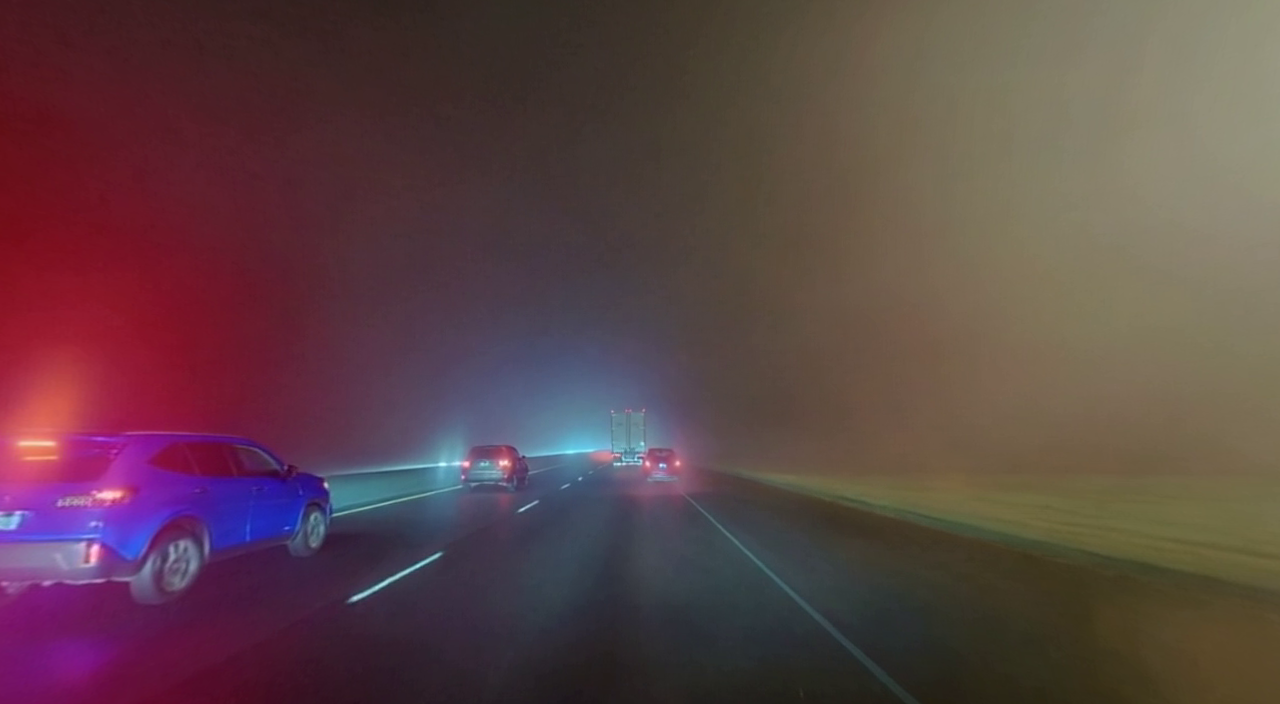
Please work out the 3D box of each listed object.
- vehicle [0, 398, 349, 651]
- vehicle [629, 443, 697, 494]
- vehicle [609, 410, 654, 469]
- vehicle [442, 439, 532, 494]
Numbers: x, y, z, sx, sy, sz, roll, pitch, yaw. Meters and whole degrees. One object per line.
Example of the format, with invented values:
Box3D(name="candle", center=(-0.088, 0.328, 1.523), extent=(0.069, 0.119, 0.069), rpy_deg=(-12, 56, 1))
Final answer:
Box3D(name="vehicle", center=(-4.974, 1.472, 6.308), extent=(2.100, 1.671, 4.105), rpy_deg=(0, -9, 0))
Box3D(name="vehicle", center=(0.657, 3.835, 20.954), extent=(2.026, 1.489, 4.045), rpy_deg=(0, -9, -1))
Box3D(name="vehicle", center=(-0.755, 6.958, 49.154), extent=(3.113, 4.066, 10.786), rpy_deg=(0, -9, -2))
Box3D(name="vehicle", center=(-5.079, 3.849, 21.456), extent=(2.035, 1.664, 4.064), rpy_deg=(0, -9, 0))
